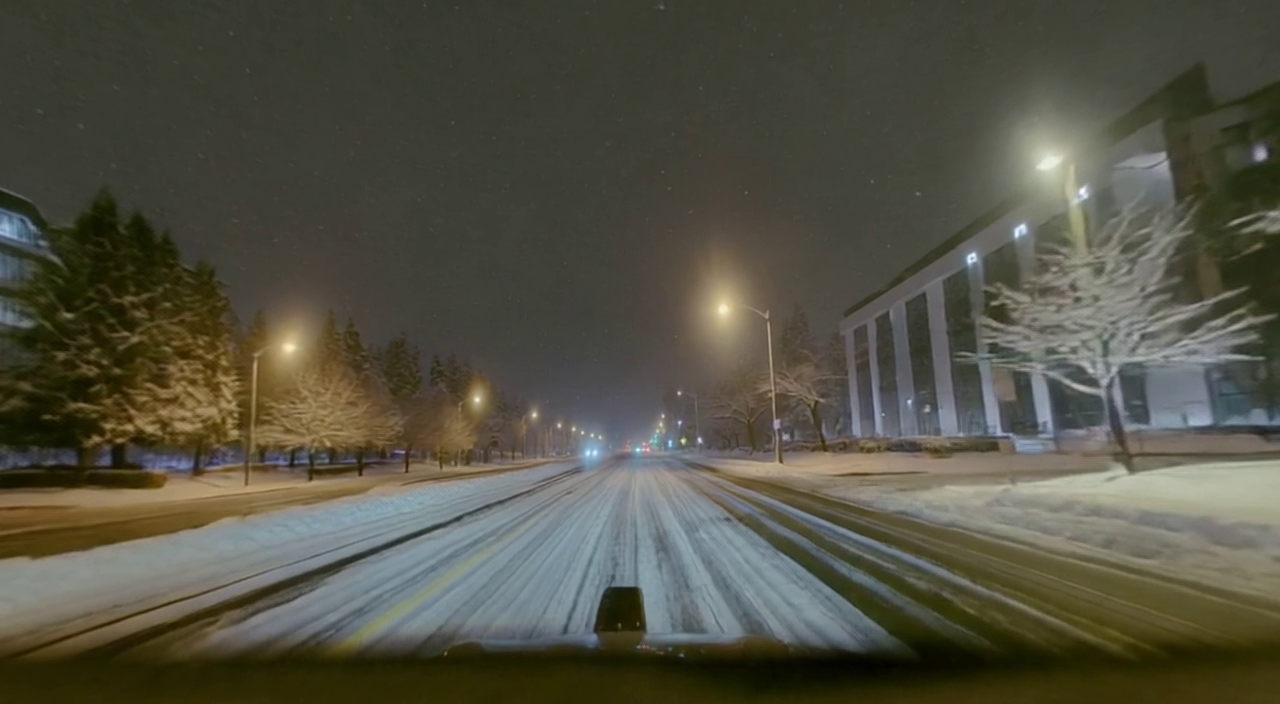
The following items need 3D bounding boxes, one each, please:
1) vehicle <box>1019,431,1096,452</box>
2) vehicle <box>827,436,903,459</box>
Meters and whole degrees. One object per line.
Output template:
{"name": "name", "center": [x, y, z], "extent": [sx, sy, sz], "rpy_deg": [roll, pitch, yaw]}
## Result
{"name": "vehicle", "center": [30.167, 6.466, 45.749], "extent": [4.324, 1.472, 1.711], "rpy_deg": [0, -8, -1]}
{"name": "vehicle", "center": [17.243, 7.356, 48.566], "extent": [4.938, 1.729, 2.098], "rpy_deg": [0, -9, -4]}
